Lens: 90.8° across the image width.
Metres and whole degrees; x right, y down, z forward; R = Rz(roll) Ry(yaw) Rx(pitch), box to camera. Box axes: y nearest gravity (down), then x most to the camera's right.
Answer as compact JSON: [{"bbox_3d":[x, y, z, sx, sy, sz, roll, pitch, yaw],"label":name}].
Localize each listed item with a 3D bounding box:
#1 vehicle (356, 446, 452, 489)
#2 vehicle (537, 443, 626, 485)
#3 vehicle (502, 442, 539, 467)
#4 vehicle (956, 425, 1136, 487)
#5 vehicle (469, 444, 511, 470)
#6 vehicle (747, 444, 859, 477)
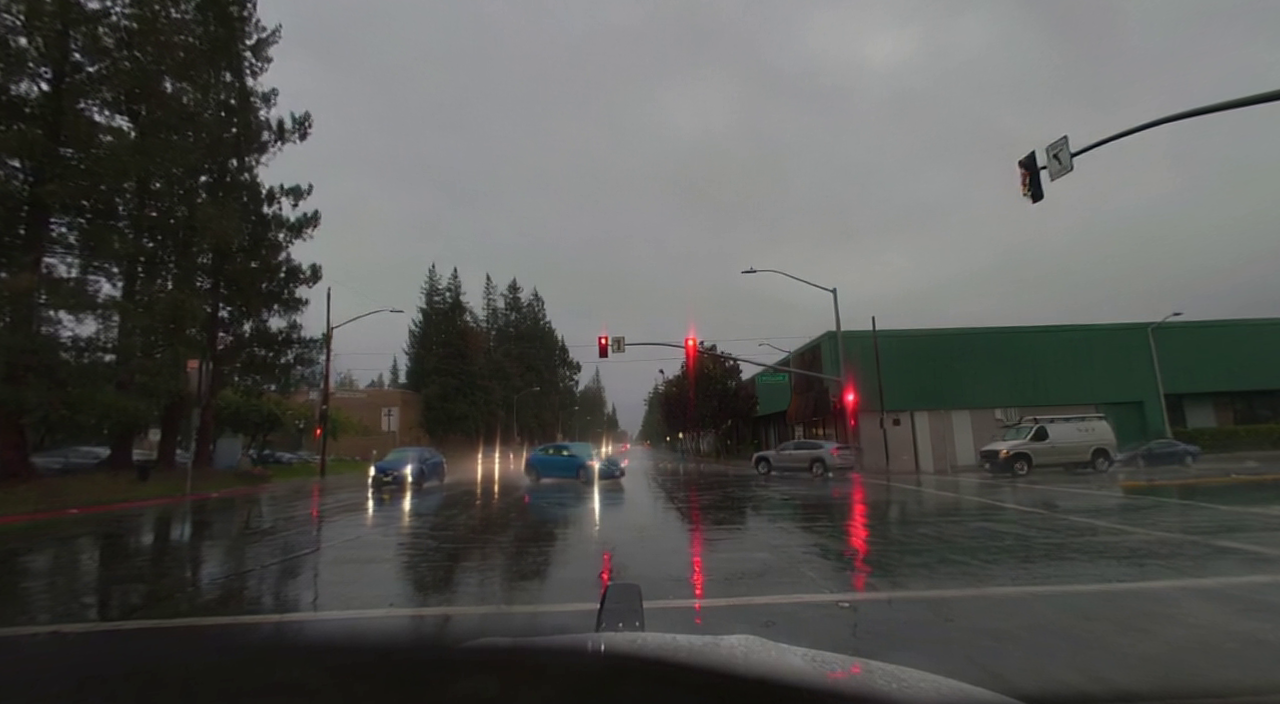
[{"bbox_3d":[-8.888,4.365,24.236,2.024,1.460,4.381,0,-9,0],"label":"vehicle"},{"bbox_3d":[-2.256,4.097,23.465,1.846,1.416,4.228,4,-10,-27],"label":"vehicle"},{"bbox_3d":[-8.649,7.458,46.179,2.087,1.718,4.700,0,-9,-3],"label":"vehicle"},{"bbox_3d":[14.847,3.765,23.129,5.910,2.046,2.228,3,-9,-19],"label":"vehicle"},{"bbox_3d":[-8.976,6.339,38.210,1.779,1.460,4.463,1,-9,-4],"label":"vehicle"},{"bbox_3d":[7.751,5.159,30.163,4.828,1.453,1.919,-5,-10,28],"label":"vehicle"}]
